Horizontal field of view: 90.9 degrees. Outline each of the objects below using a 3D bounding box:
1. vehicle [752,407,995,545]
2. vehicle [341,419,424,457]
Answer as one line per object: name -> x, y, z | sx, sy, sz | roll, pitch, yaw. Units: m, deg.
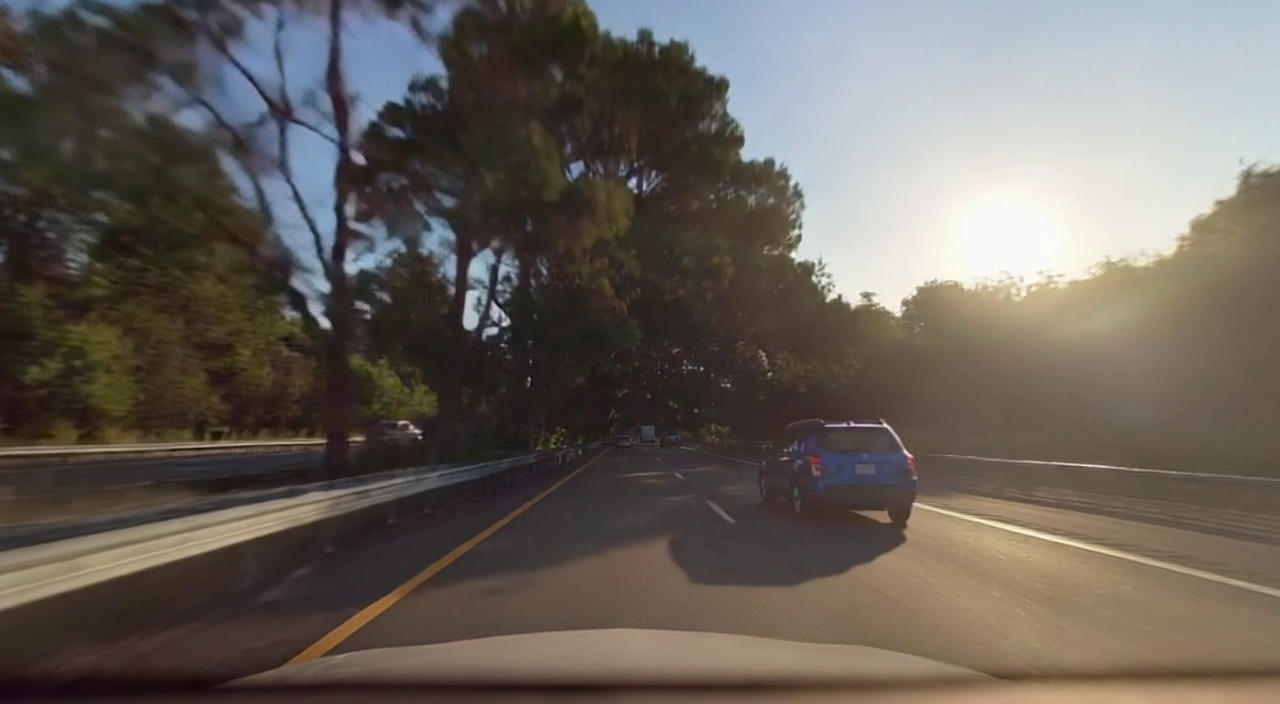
vehicle -> 3.274, 1.814, 10.040 | 2.085, 1.681, 4.436 | 0, -7, -1
vehicle -> -14.045, 4.727, 34.892 | 2.233, 1.923, 5.794 | 0, -7, -1
